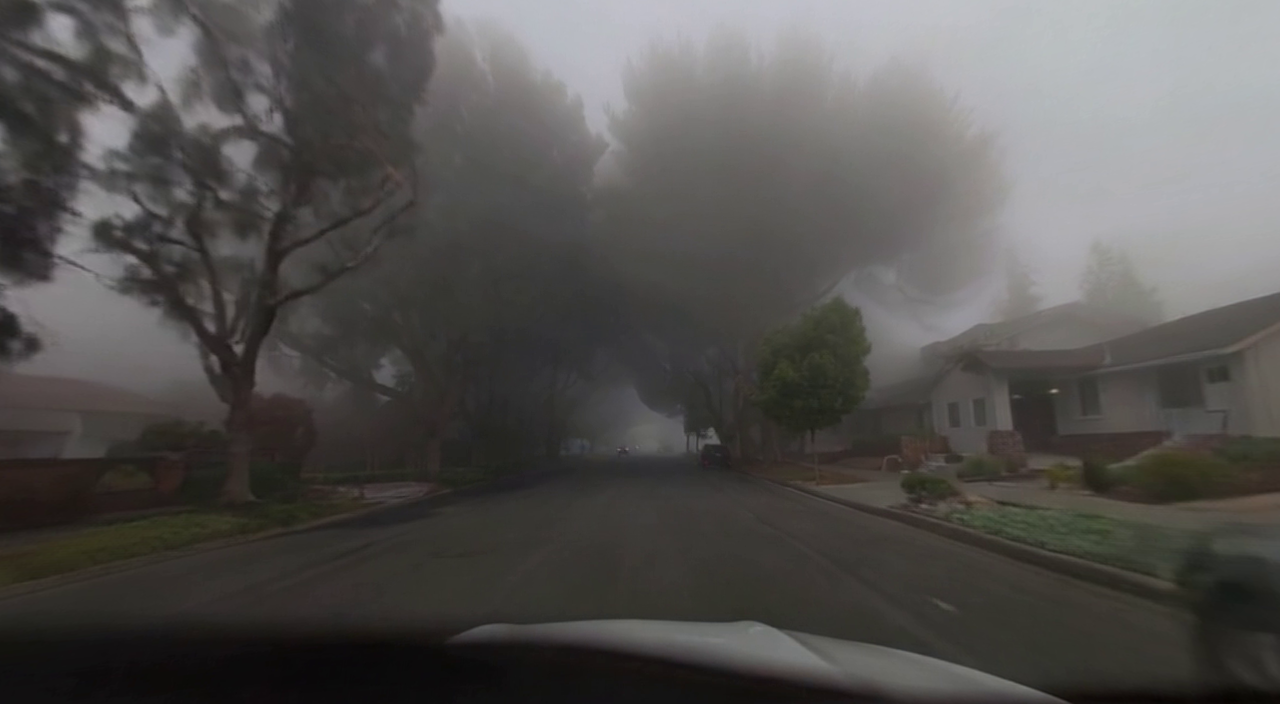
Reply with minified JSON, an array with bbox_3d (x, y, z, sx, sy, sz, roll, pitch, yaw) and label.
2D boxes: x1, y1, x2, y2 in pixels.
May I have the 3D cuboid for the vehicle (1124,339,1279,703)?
[{"bbox_3d":[3.661,0.595,1.119,2.055,1.738,4.448,0,-9,0],"label":"vehicle"}]

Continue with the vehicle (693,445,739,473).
[{"bbox_3d":[4.209,6.013,35.690,2.013,1.473,4.329,0,-9,-1],"label":"vehicle"}]
